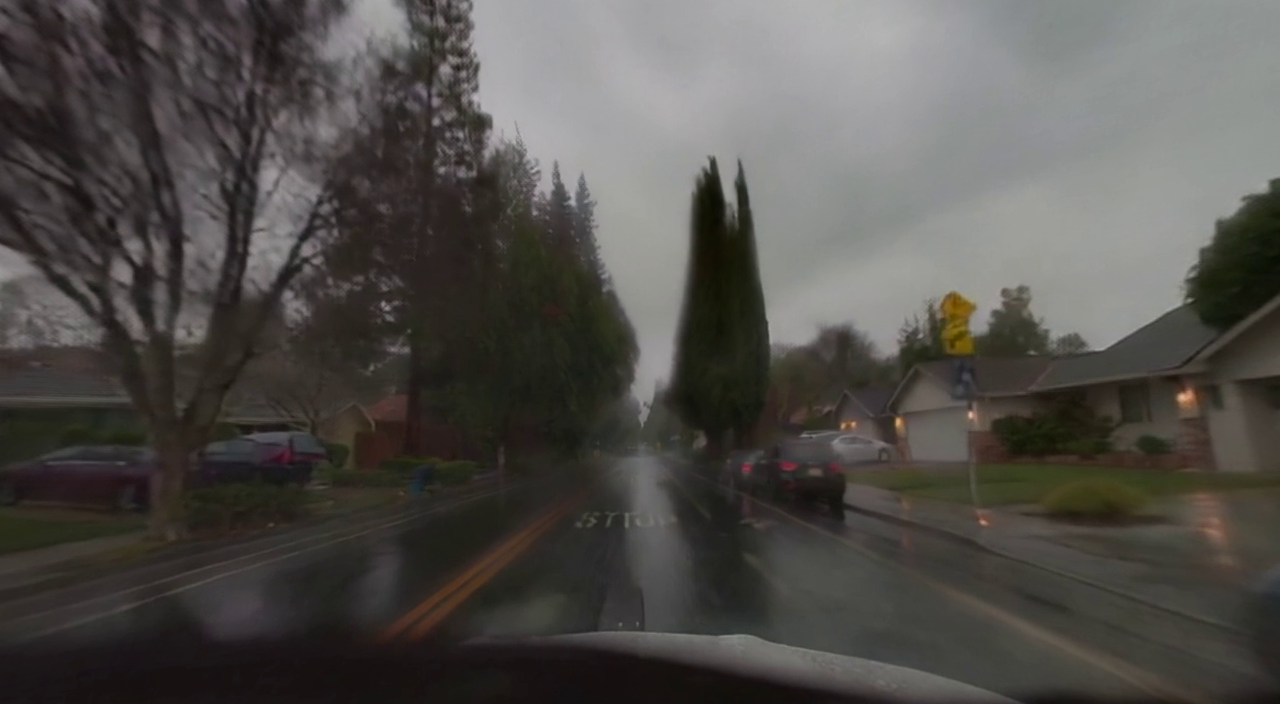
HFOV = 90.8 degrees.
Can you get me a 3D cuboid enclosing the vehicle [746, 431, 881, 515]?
[{"bbox_3d":[4.174,2.999,16.157,2.032,1.792,4.849,0,-9,0],"label":"vehicle"}]
